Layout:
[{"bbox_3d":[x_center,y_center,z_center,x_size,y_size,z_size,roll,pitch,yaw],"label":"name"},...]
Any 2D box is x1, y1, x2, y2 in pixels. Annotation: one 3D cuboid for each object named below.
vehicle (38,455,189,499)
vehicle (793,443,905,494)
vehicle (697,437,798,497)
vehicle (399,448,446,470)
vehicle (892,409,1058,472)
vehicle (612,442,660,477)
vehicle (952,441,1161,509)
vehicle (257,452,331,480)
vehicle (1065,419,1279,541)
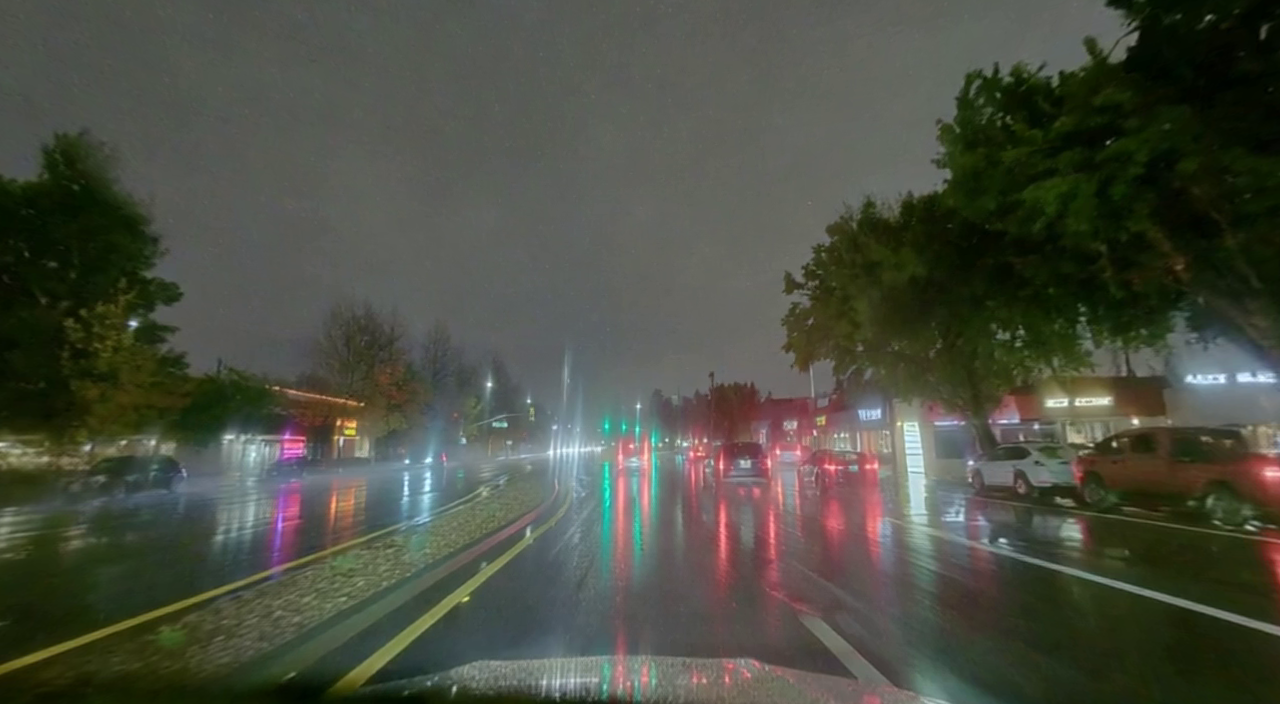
[{"bbox_3d":[-20.386,4.815,24.796,1.914,1.471,4.640,0,-8,0],"label":"vehicle"},{"bbox_3d":[6.494,3.649,20.247,1.952,1.449,4.544,0,-8,-1],"label":"vehicle"},{"bbox_3d":[3.036,3.356,18.868,2.072,1.545,4.578,0,-8,-2],"label":"vehicle"},{"bbox_3d":[-15.039,7.384,43.783,1.878,1.481,3.663,0,-8,1],"label":"vehicle"},{"bbox_3d":[17.523,4.682,33.427,7.127,3.093,2.760,0,-8,0],"label":"vehicle"},{"bbox_3d":[-0.194,4.967,29.466,2.052,1.461,4.324,0,-8,0],"label":"vehicle"},{"bbox_3d":[10.407,3.071,16.365,2.030,1.479,4.624,1,-8,-4],"label":"vehicle"},{"bbox_3d":[-20.383,6.713,37.444,1.925,1.454,4.529,0,-8,-2],"label":"vehicle"},{"bbox_3d":[10.163,2.141,11.127,2.068,1.722,4.556,0,-8,-1],"label":"vehicle"}]
